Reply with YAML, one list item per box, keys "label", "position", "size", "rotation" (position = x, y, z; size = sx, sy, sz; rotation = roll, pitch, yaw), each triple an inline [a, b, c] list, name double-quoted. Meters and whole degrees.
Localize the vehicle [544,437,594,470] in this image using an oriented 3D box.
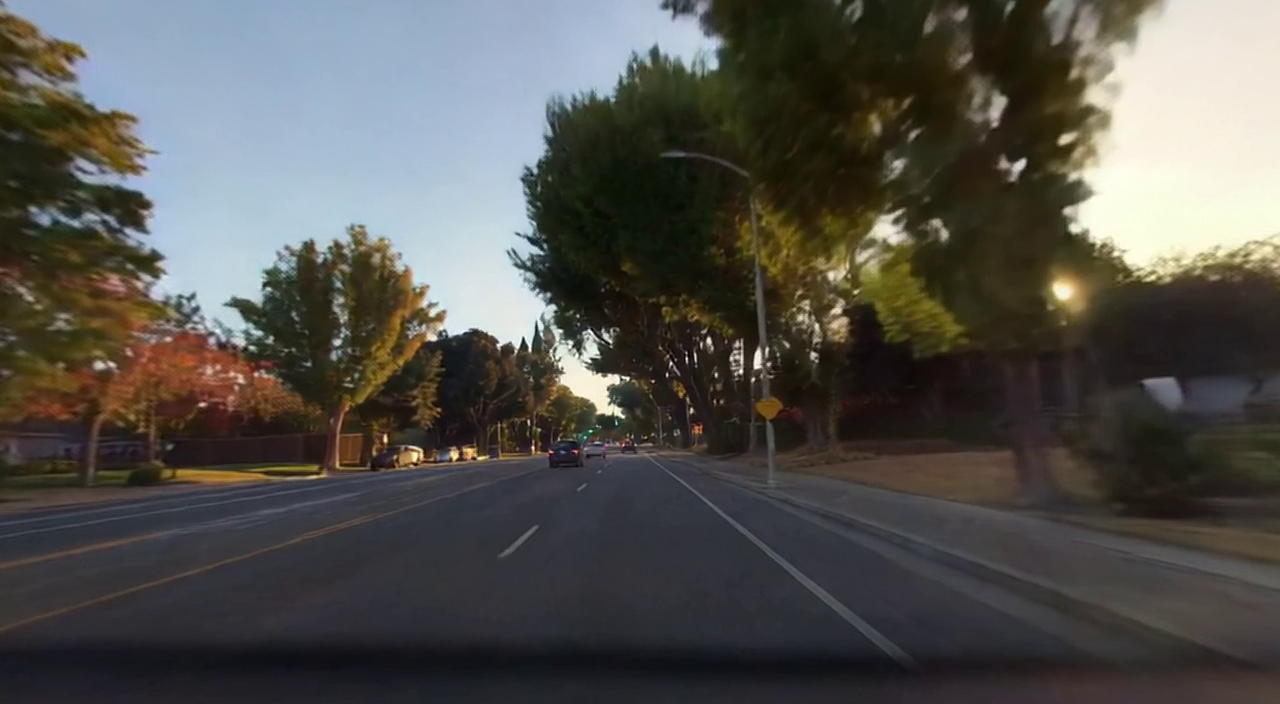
- label: "vehicle"
  position: [-3.441, 5.021, 31.427]
  size: [2.030, 1.467, 4.251]
  rotation: [0, -8, -1]
